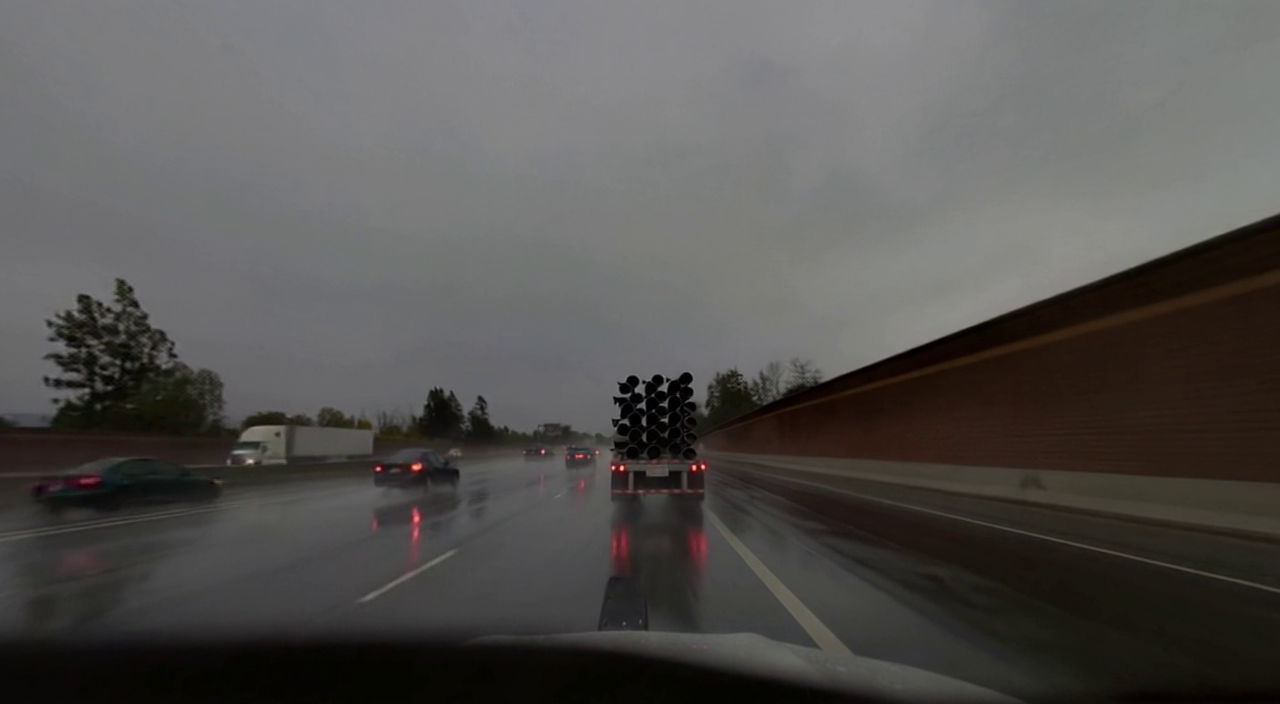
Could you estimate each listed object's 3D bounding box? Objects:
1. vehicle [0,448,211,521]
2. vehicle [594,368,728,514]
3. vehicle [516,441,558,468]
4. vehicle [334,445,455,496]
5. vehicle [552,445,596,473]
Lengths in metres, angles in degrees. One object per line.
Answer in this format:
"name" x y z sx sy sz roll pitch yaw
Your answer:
"vehicle" -12.981 3.080 15.299 1.908 1.473 4.552 0 -8 0
"vehicle" 0.434 2.476 17.533 2.798 3.071 8.412 0 -8 0
"vehicle" -7.462 7.458 46.061 2.164 1.874 5.004 0 -8 1
"vehicle" -7.857 3.812 20.734 2.006 1.458 4.700 0 -8 1
"vehicle" -3.681 6.068 36.036 1.974 1.475 4.538 0 -8 1
